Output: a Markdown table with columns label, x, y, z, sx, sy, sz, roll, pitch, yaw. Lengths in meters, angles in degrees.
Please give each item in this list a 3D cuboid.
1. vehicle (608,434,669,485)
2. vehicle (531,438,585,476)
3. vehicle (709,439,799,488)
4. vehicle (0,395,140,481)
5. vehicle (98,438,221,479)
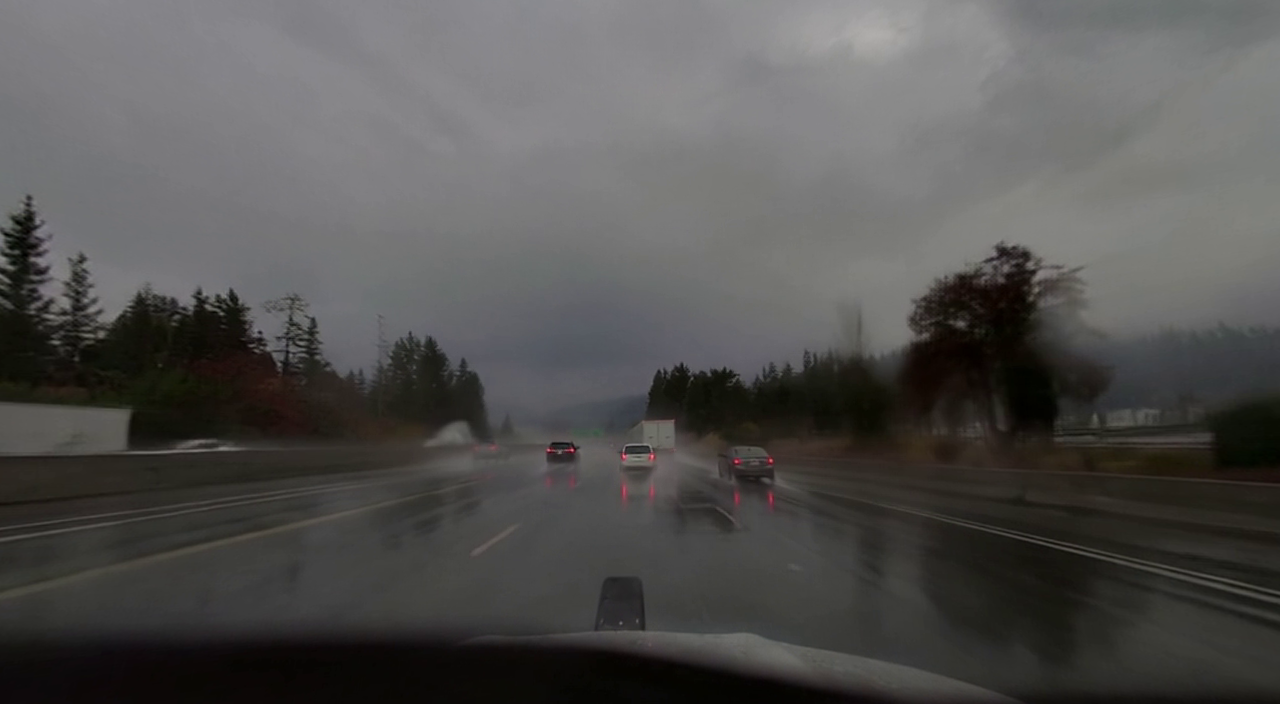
| label | x | y | z | sx | sy | sz | roll | pitch | yaw |
| --- | --- | --- | --- | --- | --- | --- | --- | --- | --- |
| vehicle | -0.074 | 4.024 | 23.962 | 2.103 | 1.717 | 4.399 | 0 | -8 | 0 |
| vehicle | -3.951 | 5.110 | 31.107 | 1.988 | 1.696 | 4.754 | 0 | -8 | 0 |
| vehicle | 3.778 | 3.794 | 21.917 | 2.146 | 1.482 | 4.665 | 0 | -8 | -2 |
| vehicle | -30.804 | 3.853 | 28.334 | 3.101 | 3.887 | 16.562 | 0 | -8 | 1 |
| vehicle | -19.354 | 4.292 | 25.681 | 2.084 | 1.519 | 3.662 | 0 | -8 | 0 |
